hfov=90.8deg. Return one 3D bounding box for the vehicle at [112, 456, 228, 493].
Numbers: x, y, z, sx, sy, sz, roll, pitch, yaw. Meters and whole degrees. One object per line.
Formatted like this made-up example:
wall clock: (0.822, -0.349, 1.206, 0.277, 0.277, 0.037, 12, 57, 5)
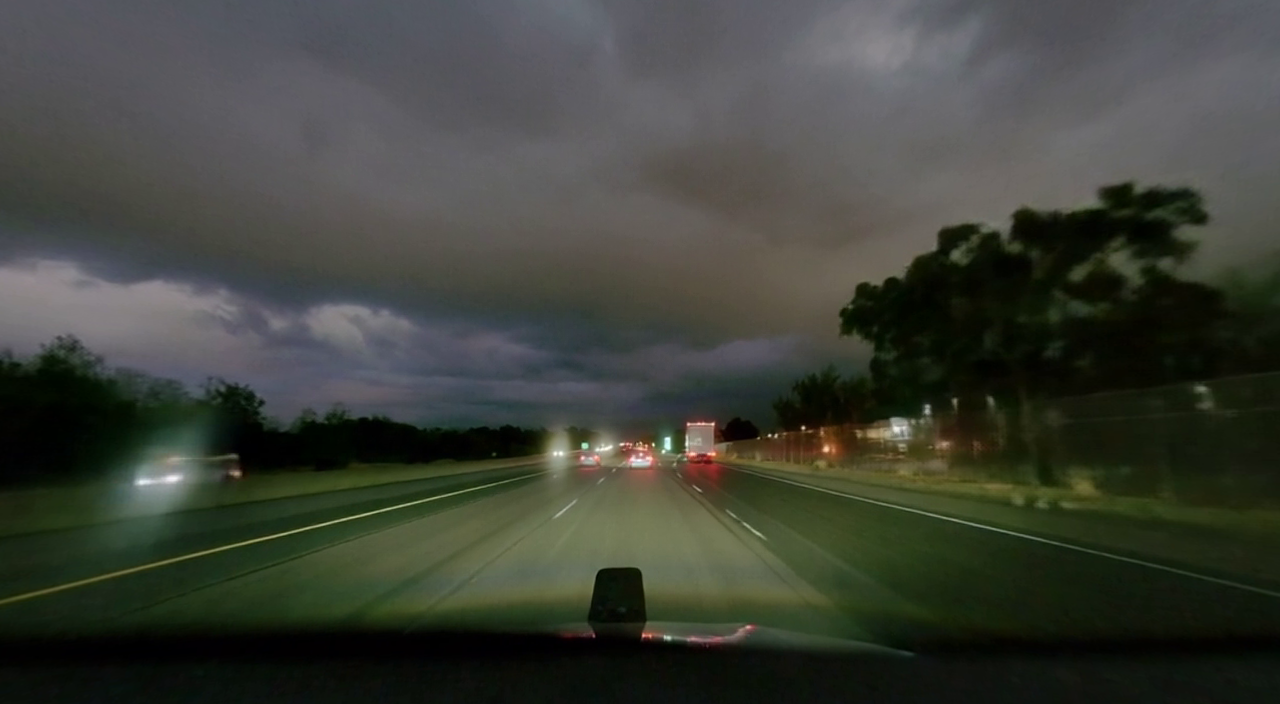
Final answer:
vehicle: (-23.869, 6.199, 32.353, 1.976, 1.631, 5.170, 0, -9, 0)
